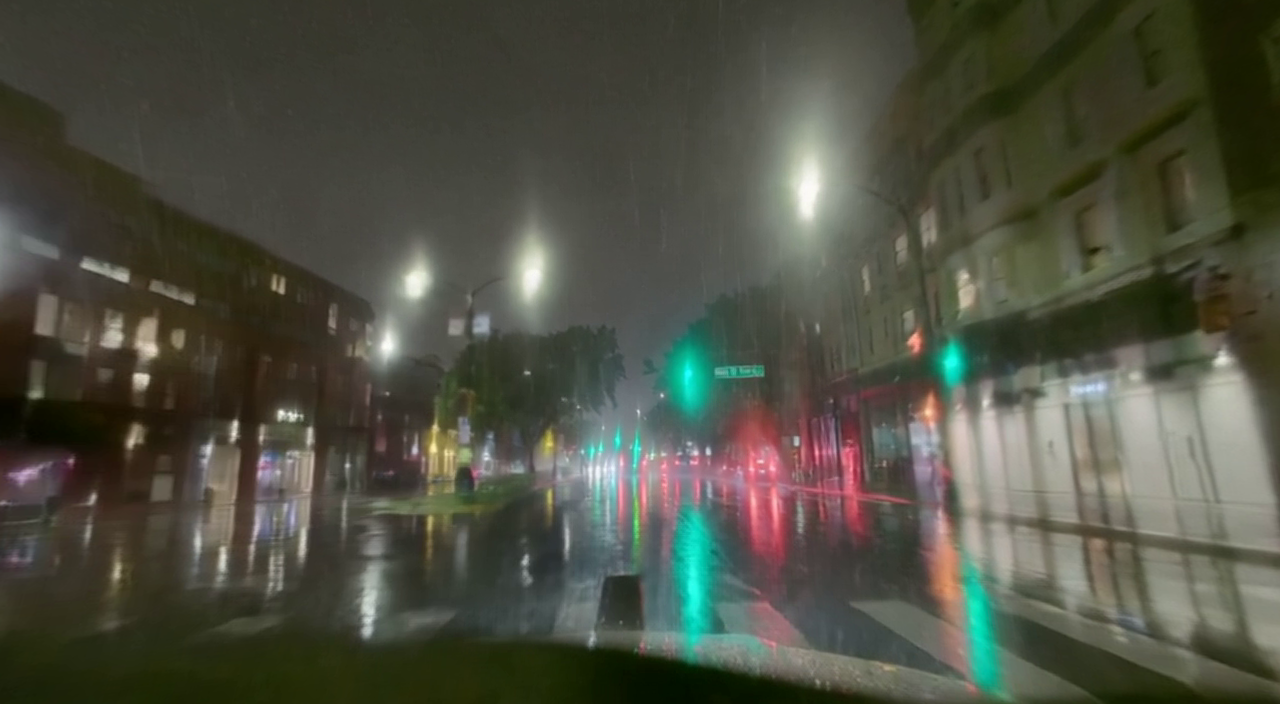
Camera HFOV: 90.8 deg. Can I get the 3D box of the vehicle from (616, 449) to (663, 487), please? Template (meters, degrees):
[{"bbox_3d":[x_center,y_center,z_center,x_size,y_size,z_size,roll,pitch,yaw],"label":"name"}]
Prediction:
[{"bbox_3d":[-0.072,5.862,32.291,2.223,1.775,4.250,0,-8,-1],"label":"vehicle"}]

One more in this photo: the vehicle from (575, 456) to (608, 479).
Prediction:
[{"bbox_3d":[-3.388,8.164,44.770,2.014,1.470,4.552,0,-8,-1],"label":"vehicle"}]

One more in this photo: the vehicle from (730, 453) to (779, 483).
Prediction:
[{"bbox_3d":[6.728,6.893,37.705,2.069,1.590,4.066,0,-8,-1],"label":"vehicle"}]
